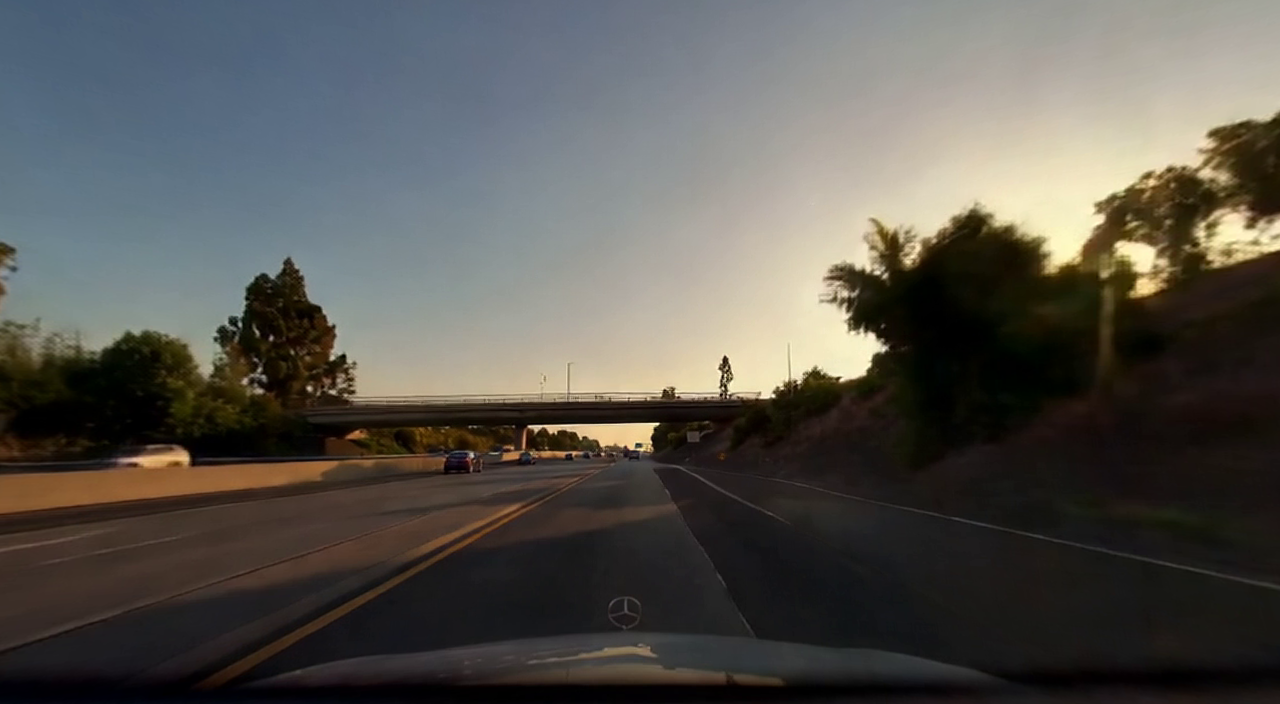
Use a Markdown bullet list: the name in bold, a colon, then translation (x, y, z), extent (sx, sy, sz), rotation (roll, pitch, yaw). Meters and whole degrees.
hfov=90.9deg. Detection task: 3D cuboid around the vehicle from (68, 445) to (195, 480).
- **vehicle**: translation (-29.852, 6.488, 37.389), extent (1.912, 1.789, 6.830), rotation (-2, -8, 0)
